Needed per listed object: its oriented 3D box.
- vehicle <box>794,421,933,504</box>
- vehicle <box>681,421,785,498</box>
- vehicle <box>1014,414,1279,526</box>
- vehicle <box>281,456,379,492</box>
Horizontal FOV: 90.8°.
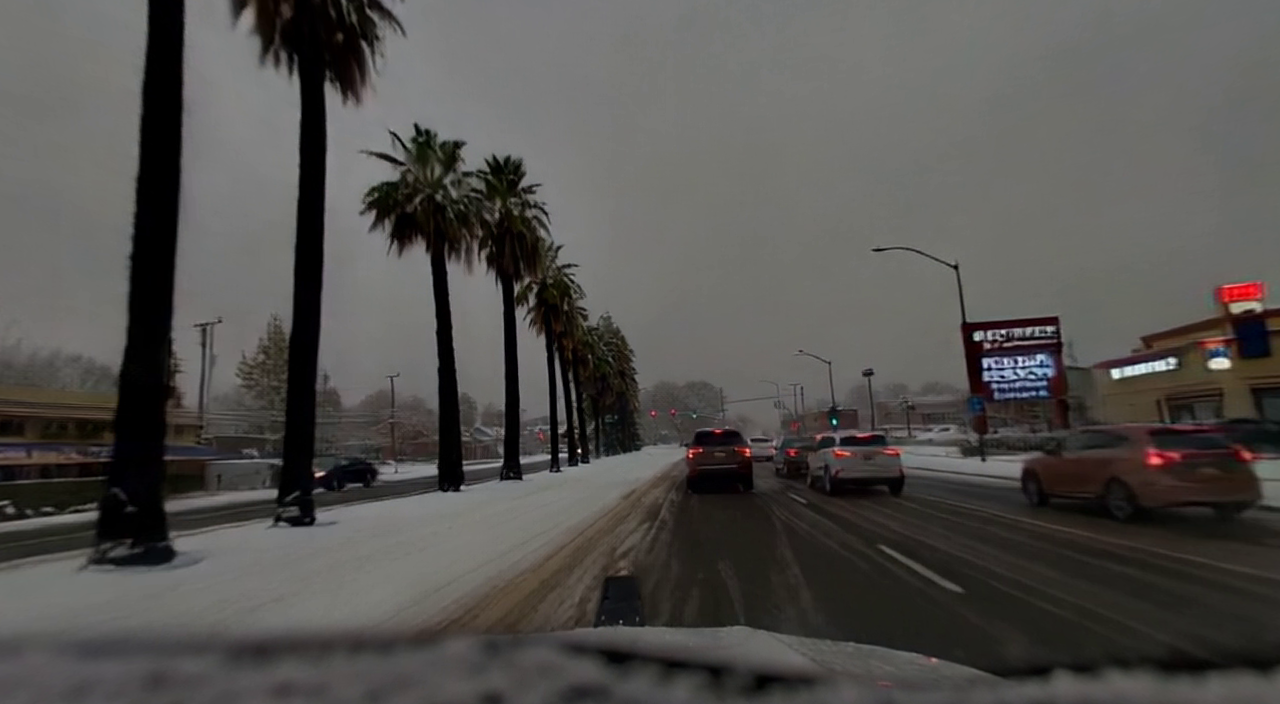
[{"bbox_3d":[5.427,2.761,16.068,2.187,1.777,4.444,-1,-9,4],"label":"vehicle"},{"bbox_3d":[2.423,2.953,17.590,2.428,1.816,4.959,-1,-9,5],"label":"vehicle"},{"bbox_3d":[9.298,2.136,11.880,1.881,1.658,4.595,-1,-9,3],"label":"vehicle"},{"bbox_3d":[-14.266,5.628,29.416,1.857,1.446,4.615,-3,-9,6],"label":"vehicle"}]
